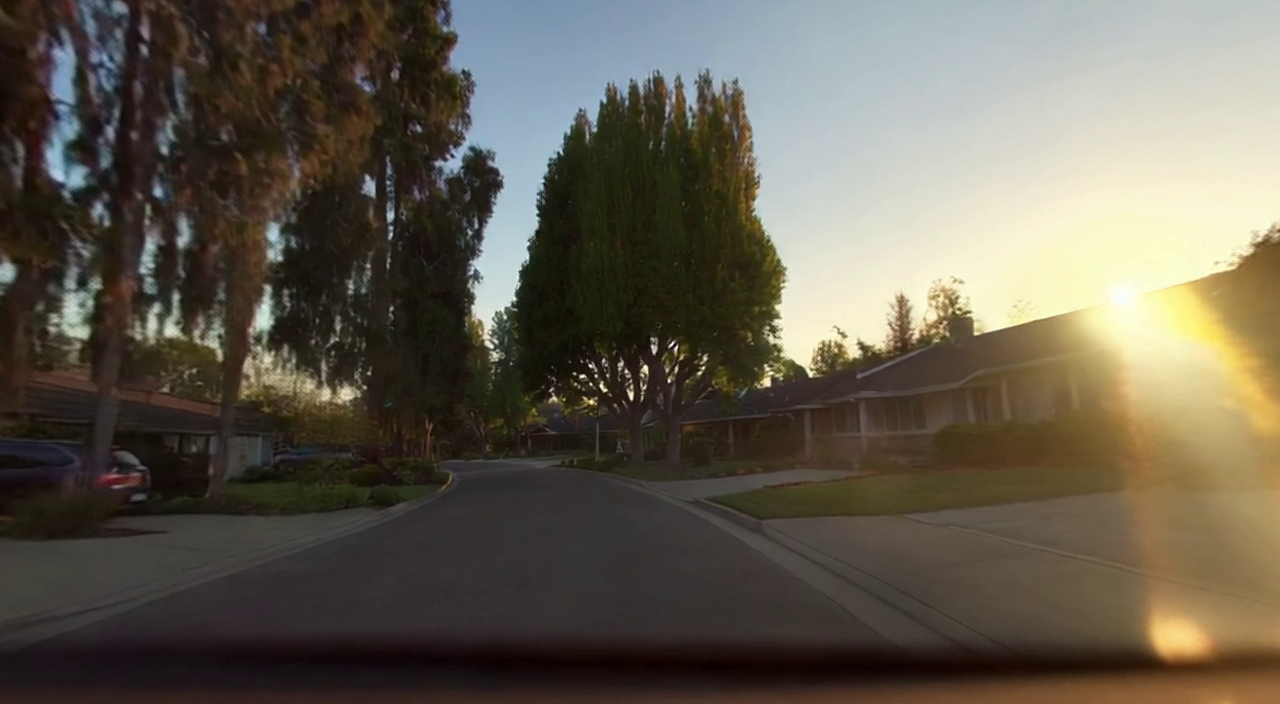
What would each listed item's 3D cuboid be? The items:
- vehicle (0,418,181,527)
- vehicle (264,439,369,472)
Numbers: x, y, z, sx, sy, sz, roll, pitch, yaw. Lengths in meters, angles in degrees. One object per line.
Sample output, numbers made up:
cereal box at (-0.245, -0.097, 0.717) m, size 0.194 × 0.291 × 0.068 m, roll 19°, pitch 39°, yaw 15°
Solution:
vehicle at (-11.578, 2.157, 11.273) m, size 4.961 × 1.757 × 1.971 m, roll 1°, pitch -9°, yaw -17°
vehicle at (-16.808, 5.419, 32.983) m, size 4.471 × 1.638 × 1.877 m, roll 2°, pitch -8°, yaw -13°
